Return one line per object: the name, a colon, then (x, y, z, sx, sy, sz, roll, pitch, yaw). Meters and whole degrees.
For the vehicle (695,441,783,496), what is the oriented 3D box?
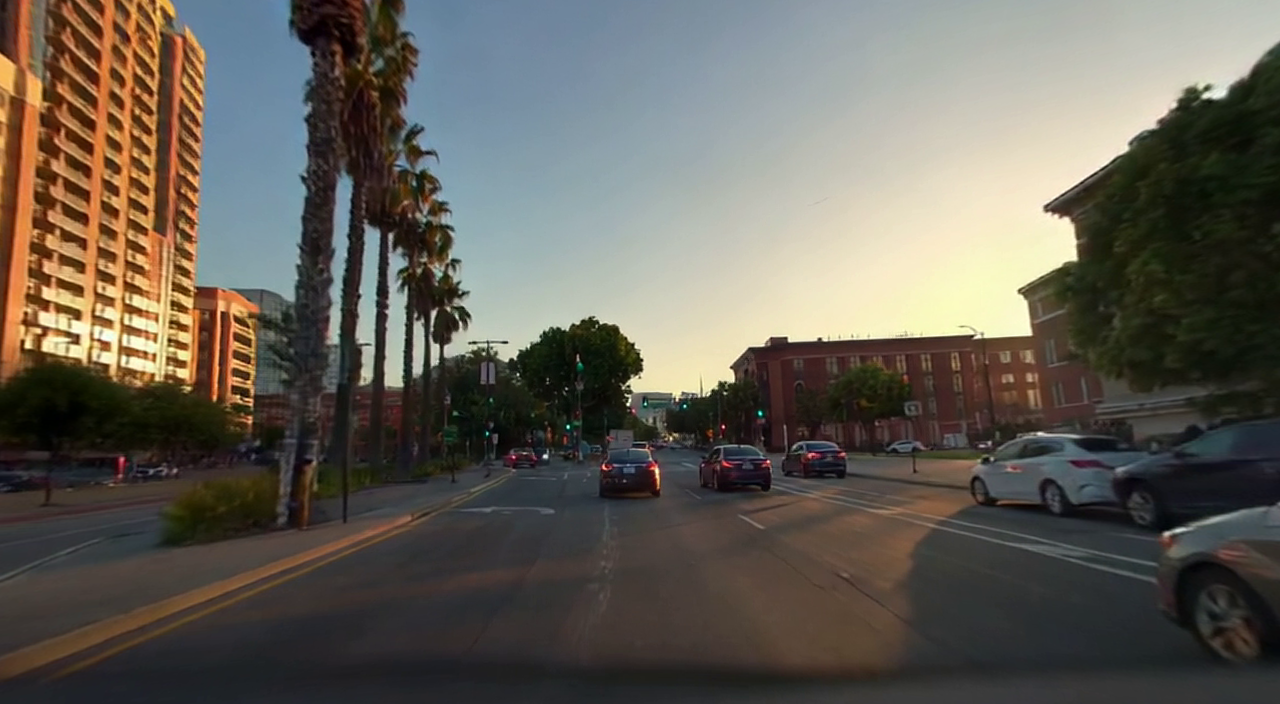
vehicle: (2.926, 3.514, 19.435, 1.909, 1.500, 3.524, 0, -9, -4)

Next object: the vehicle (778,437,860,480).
vehicle: (7.530, 4.526, 27.069, 2.000, 1.685, 4.487, 0, -9, -3)

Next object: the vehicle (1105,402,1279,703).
vehicle: (4.020, 0.808, 1.839, 1.920, 1.490, 4.417, 0, -9, 0)

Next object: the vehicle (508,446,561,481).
vehicle: (-4.819, 5.158, 29.505, 1.977, 1.501, 4.435, 0, -9, -3)

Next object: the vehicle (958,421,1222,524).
vehicle: (8.703, 2.354, 12.858, 1.946, 1.715, 4.365, 0, -9, -3)

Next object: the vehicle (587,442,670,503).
vehicle: (-0.351, 3.275, 17.569, 2.048, 1.503, 3.681, 0, -9, -2)
